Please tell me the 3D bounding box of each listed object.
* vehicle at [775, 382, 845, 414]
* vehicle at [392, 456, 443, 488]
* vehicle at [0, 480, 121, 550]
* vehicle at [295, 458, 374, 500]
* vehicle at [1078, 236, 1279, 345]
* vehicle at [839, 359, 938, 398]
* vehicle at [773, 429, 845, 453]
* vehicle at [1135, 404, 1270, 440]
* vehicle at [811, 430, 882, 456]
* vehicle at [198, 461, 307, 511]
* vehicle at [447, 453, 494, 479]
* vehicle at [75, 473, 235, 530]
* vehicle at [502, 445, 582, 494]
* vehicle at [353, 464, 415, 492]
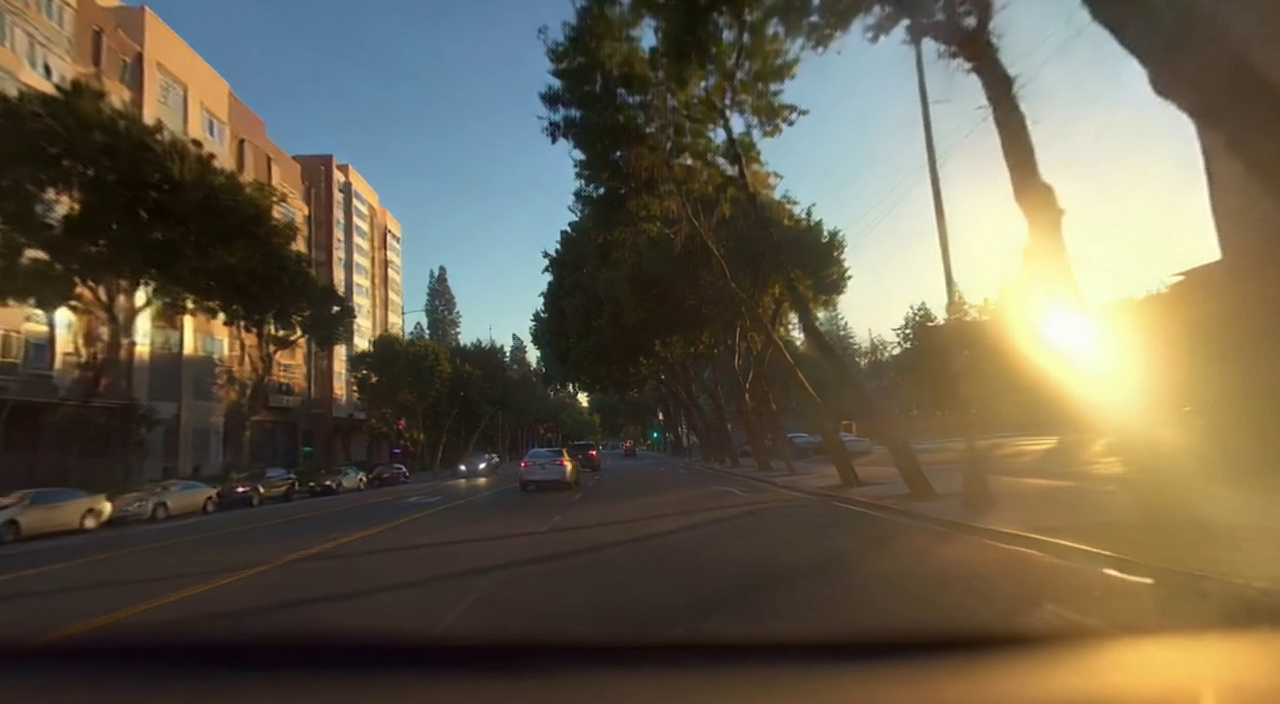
[{"bbox_3d":[10.905,2.976,40.720,3.826,1.601,1.807,-4,-8,-6],"label":"vehicle"},{"bbox_3d":[-16.373,8.825,46.774,1.917,1.775,5.018,-9,-8,-2],"label":"vehicle"},{"bbox_3d":[-15.803,4.144,15.877,1.942,1.431,4.553,-5,-9,-4],"label":"vehicle"},{"bbox_3d":[-16.402,6.773,34.155,2.079,1.847,4.592,-4,-8,-1],"label":"vehicle"},{"bbox_3d":[12.268,-1.316,13.784,3.932,1.743,1.695,-5,-9,2],"label":"vehicle"},{"bbox_3d":[11.512,1.273,29.490,3.827,1.556,1.730,-1,-10,-1],"label":"vehicle"},{"bbox_3d":[12.227,6.483,45.944,4.619,1.626,2.121,-1,-10,4],"label":"vehicle"},{"bbox_3d":[25.113,3.147,28.305,4.215,1.545,1.897,0,-8,-1],"label":"vehicle"},{"bbox_3d":[12.264,5.404,37.640,3.527,1.496,1.836,0,-7,-4],"label":"vehicle"},{"bbox_3d":[-16.316,5.630,26.935,1.897,1.805,4.538,0,-8,-3],"label":"vehicle"},{"bbox_3d":[-10.836,7.304,40.778,1.884,1.518,4.380,0,-8,-1],"label":"vehicle"},{"bbox_3d":[-16.021,4.915,21.261,1.871,1.485,4.573,0,-8,-2],"label":"vehicle"},{"bbox_3d":[-3.147,3.881,21.238,2.051,1.454,4.132,0,-8,0],"label":"vehicle"},{"bbox_3d":[-16.154,7.936,40.146,2.021,1.438,4.616,-2,-8,0],"label":"vehicle"}]
